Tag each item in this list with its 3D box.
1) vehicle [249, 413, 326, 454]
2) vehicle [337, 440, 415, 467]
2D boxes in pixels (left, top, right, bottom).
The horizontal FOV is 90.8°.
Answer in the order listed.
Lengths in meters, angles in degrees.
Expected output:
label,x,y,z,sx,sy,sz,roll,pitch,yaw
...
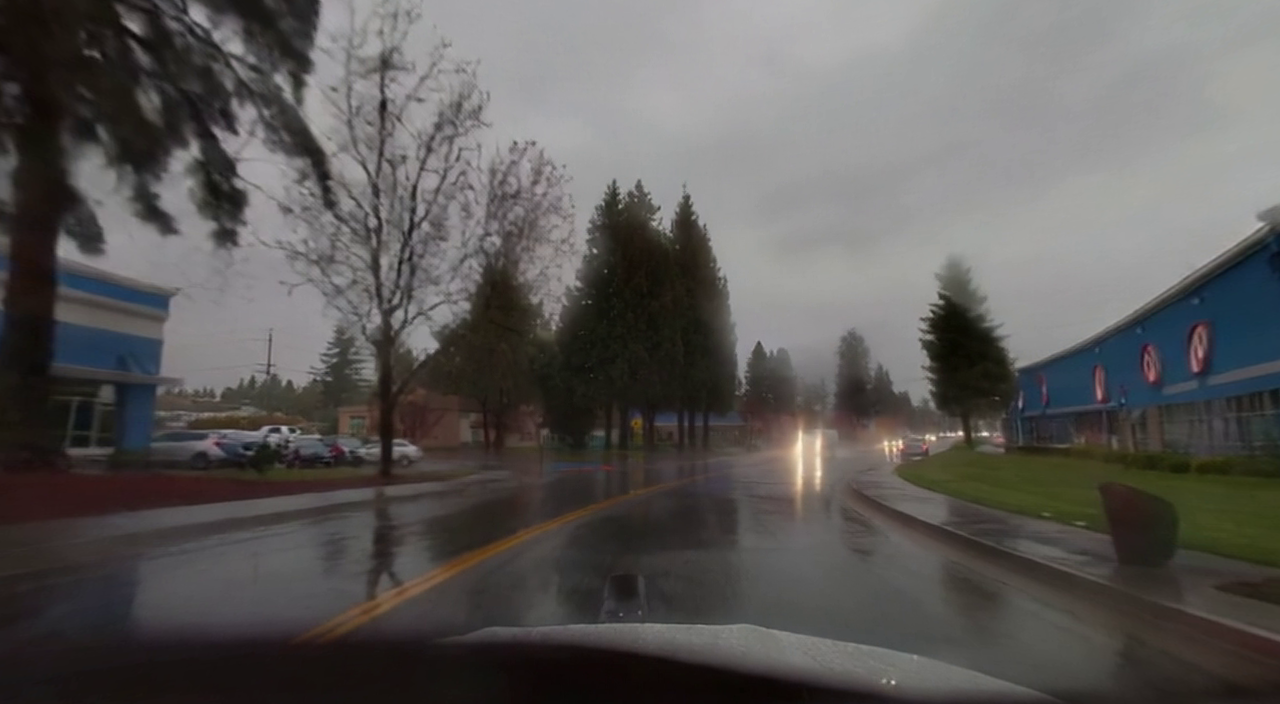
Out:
label,x,y,z,sx,sy,sz,roll,pitch,yaw
vehicle,-24.841,5.885,44.803,2.576,2.597,5.438,-1,-10,-4
vehicle,-17.580,6.764,42.262,4.410,1.689,1.974,1,-9,-9
